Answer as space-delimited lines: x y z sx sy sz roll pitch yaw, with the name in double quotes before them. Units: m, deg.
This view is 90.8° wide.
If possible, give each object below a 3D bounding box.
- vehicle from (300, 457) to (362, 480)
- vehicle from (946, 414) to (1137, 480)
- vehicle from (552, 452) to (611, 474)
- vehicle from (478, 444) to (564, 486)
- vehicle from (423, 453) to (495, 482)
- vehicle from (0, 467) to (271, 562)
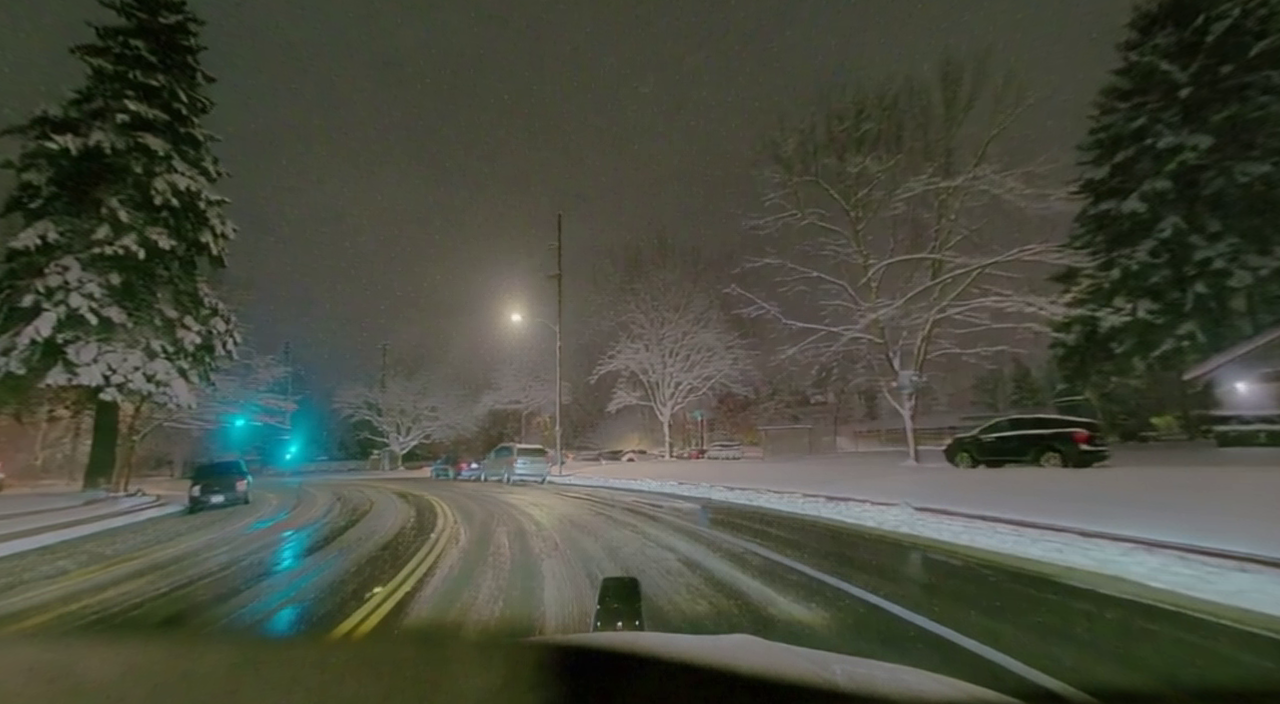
"vehicle" -22.259 8.362 45.426 4.713 1.508 1.884 -6 -10 35
"vehicle" 11.112 2.693 17.889 4.248 1.657 1.940 -4 -10 27
"vehicle" -4.096 7.870 44.918 2.218 1.373 4.156 -5 -10 29
"vehicle" -5.685 5.230 29.669 2.289 1.785 4.944 5 -10 -32
"vehicle" -10.258 6.463 35.672 2.066 1.509 4.579 7 -11 -41
"vehicle" -10.503 3.195 13.211 2.876 1.170 6.732 -2 -8 -13
